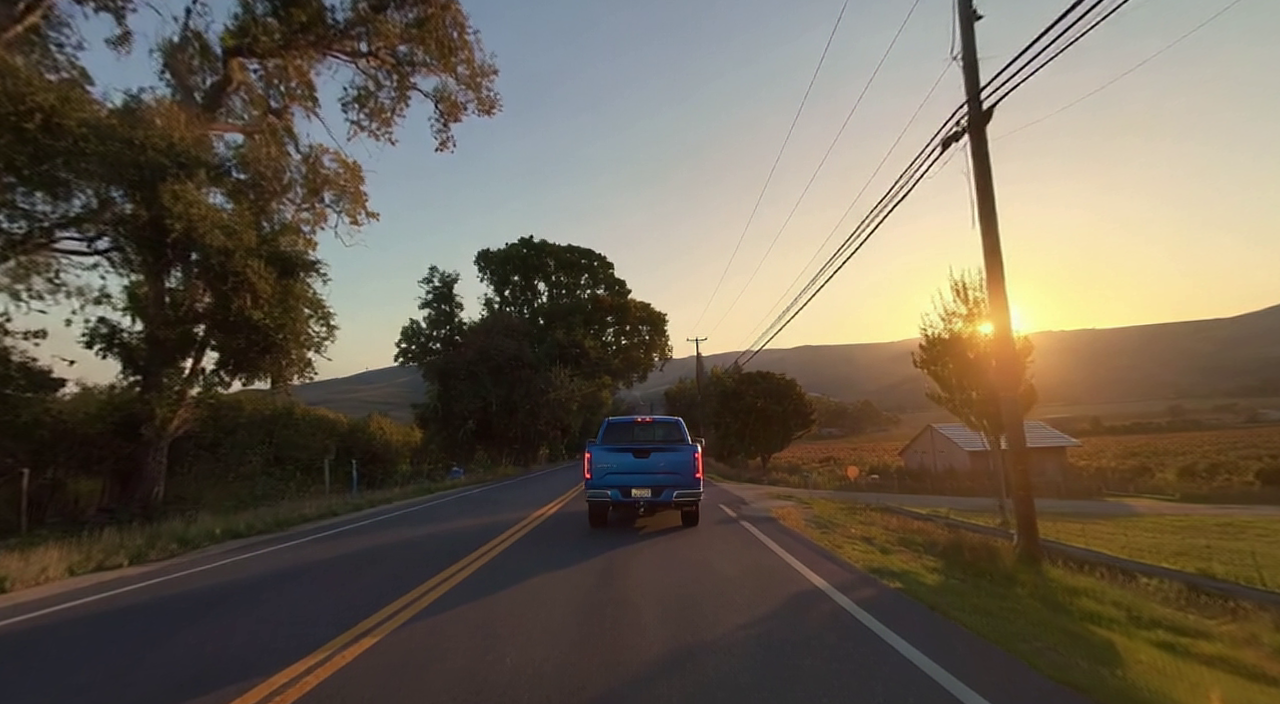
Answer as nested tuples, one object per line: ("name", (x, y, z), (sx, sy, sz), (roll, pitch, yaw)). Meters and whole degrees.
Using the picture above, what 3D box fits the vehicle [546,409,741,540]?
("vehicle", (0.018, 2.186, 12.042), (2.774, 1.861, 5.885), (0, -8, -1))
